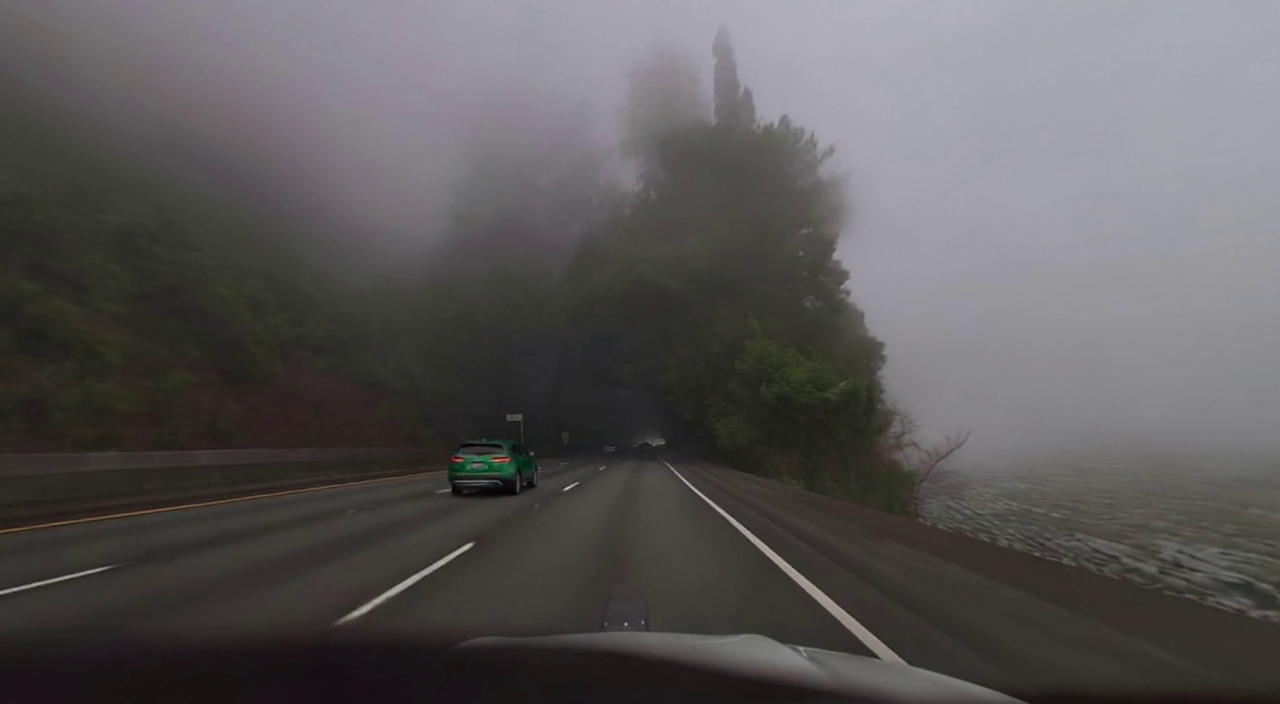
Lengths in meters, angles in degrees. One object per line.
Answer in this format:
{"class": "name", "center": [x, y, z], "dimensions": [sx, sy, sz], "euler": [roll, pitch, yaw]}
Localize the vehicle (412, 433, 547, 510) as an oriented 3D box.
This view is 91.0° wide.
{"class": "vehicle", "center": [-3.594, 2.751, 15.000], "dimensions": [1.993, 1.538, 4.192], "euler": [0, -8, 2]}
